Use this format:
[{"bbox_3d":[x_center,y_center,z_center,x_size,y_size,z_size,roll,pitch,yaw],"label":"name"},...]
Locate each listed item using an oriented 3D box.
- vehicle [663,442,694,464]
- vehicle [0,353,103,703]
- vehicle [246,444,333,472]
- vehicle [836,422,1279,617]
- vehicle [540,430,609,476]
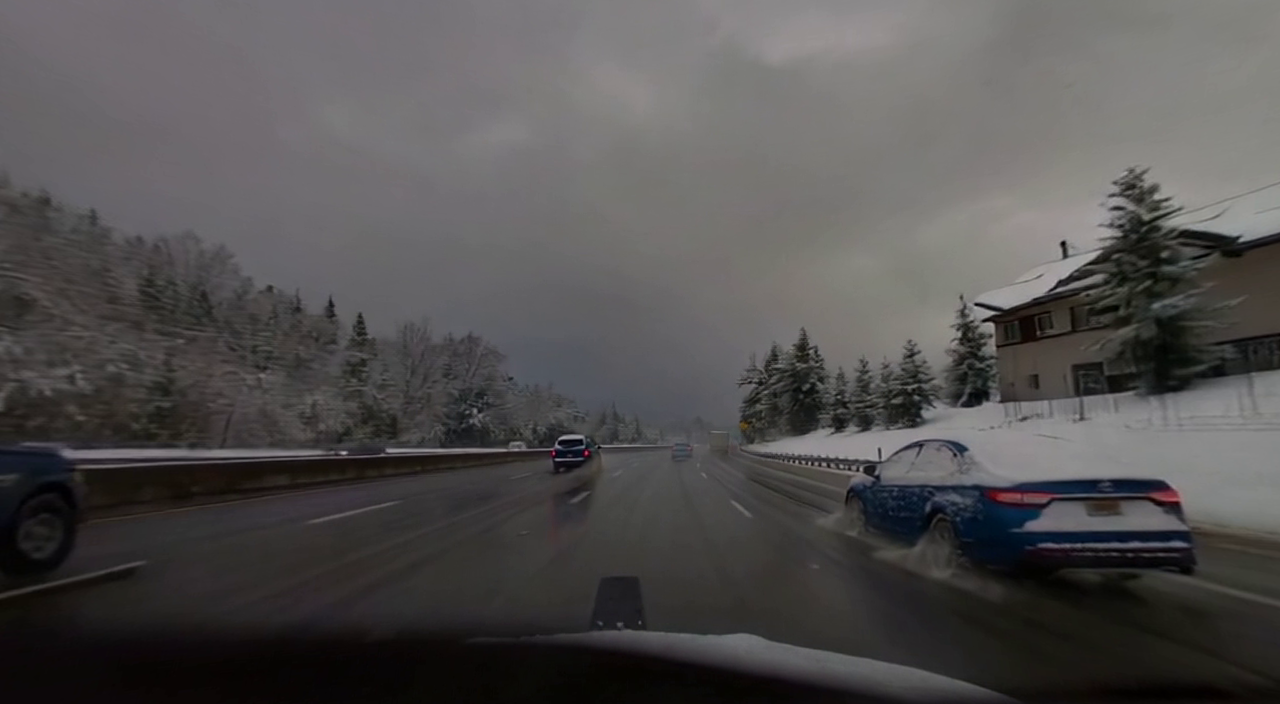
[{"bbox_3d":[2.789,7.188,45.048,2.158,1.458,3.656,-1,-9,5],"label":"vehicle"},{"bbox_3d":[-3.959,0.575,0.848,2.192,1.716,4.748,0,-9,1],"label":"vehicle"},{"bbox_3d":[-19.697,5.952,35.721,1.868,1.469,4.771,-1,-9,5],"label":"vehicle"},{"bbox_3d":[4.011,1.639,7.186,2.131,1.497,4.456,0,-9,0],"label":"vehicle"},{"bbox_3d":[-2.711,4.368,27.458,2.185,1.823,4.854,-1,-9,4],"label":"vehicle"}]
